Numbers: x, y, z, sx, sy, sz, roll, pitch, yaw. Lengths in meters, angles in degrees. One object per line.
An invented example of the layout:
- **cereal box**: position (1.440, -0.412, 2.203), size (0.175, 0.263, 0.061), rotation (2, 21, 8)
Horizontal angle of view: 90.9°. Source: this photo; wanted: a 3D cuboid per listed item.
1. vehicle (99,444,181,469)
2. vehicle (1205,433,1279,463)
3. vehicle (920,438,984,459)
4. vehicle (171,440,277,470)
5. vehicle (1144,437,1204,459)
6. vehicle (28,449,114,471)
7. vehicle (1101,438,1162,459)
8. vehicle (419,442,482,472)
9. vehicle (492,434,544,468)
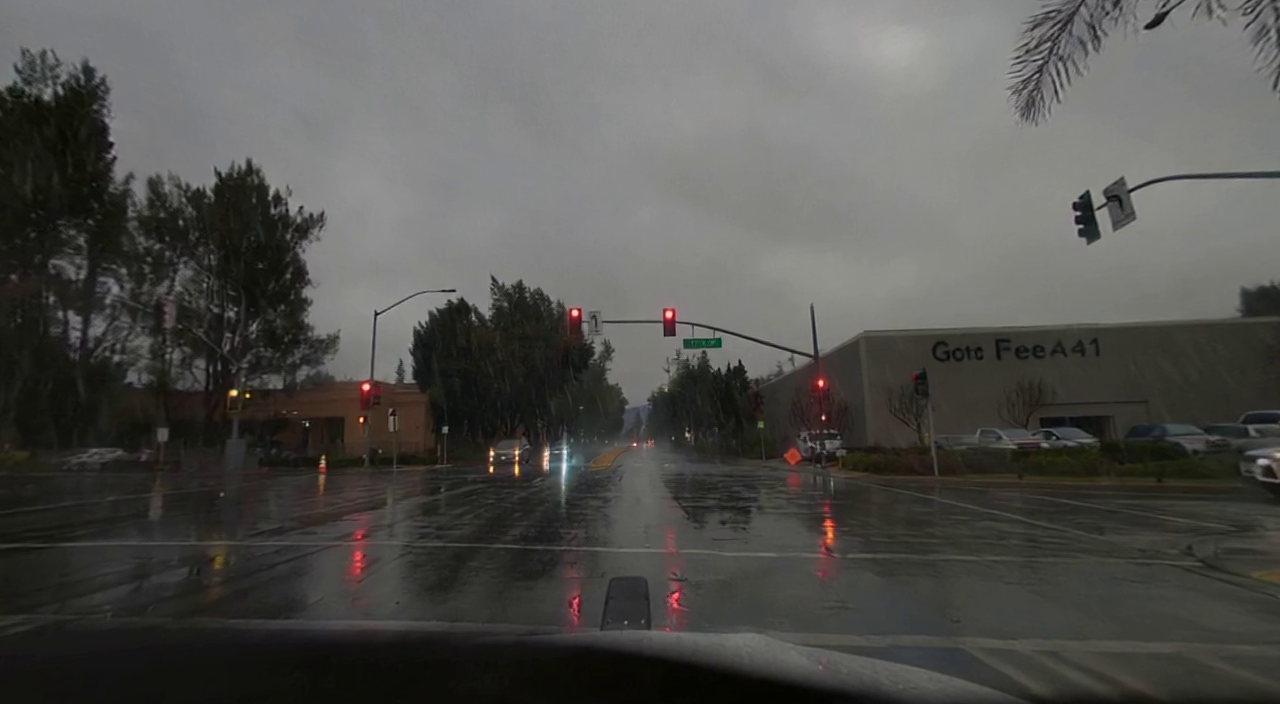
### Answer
- **vehicle**: position (-38.660, 8.066, 48.833), size (4.516, 1.834, 2.016), rotation (0, -8, -1)
- **vehicle**: position (30.445, 4.792, 31.635), size (1.631, 1.418, 3.531), rotation (-2, -9, 17)
- **vehicle**: position (21.477, 6.650, 43.379), size (3.576, 1.425, 1.702), rotation (2, -9, -13)
- **vehicle**: position (-24.548, 6.071, 37.320), size (4.844, 1.690, 2.028), rotation (0, -8, 2)
- **vehicle**: position (41.253, 7.449, 48.771), size (1.767, 1.456, 4.191), rotation (-5, -12, 15)
- **vehicle**: position (-39.150, 7.454, 43.425), size (4.144, 1.446, 1.769), rotation (0, -8, 0)
- **vehicle**: position (38.497, 7.543, 49.496), size (1.837, 1.514, 4.786), rotation (-2, -9, 13)
- **vehicle**: position (-10.636, 5.902, 35.707), size (2.041, 1.548, 4.868), rotation (0, -8, 0)
- **vehicle**: position (-7.157, 5.855, 37.445), size (2.081, 1.818, 4.782), rotation (0, -8, 1)
